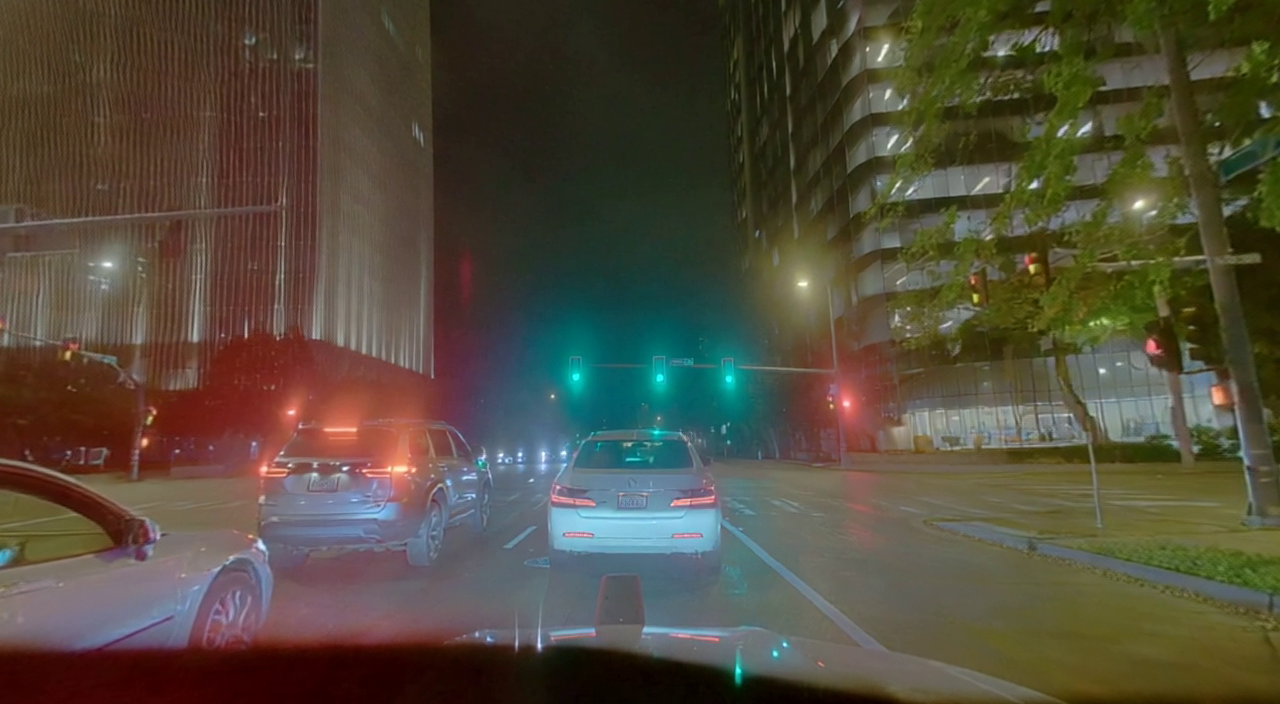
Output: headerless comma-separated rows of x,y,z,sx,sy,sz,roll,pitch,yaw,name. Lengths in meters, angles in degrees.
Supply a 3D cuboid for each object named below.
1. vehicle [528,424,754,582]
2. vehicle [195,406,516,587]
0.027,1.757,8.145,2.190,1.522,3.850,0,-8,0,vehicle
-3.176,1.709,8.337,2.081,1.719,4.434,0,-8,1,vehicle
